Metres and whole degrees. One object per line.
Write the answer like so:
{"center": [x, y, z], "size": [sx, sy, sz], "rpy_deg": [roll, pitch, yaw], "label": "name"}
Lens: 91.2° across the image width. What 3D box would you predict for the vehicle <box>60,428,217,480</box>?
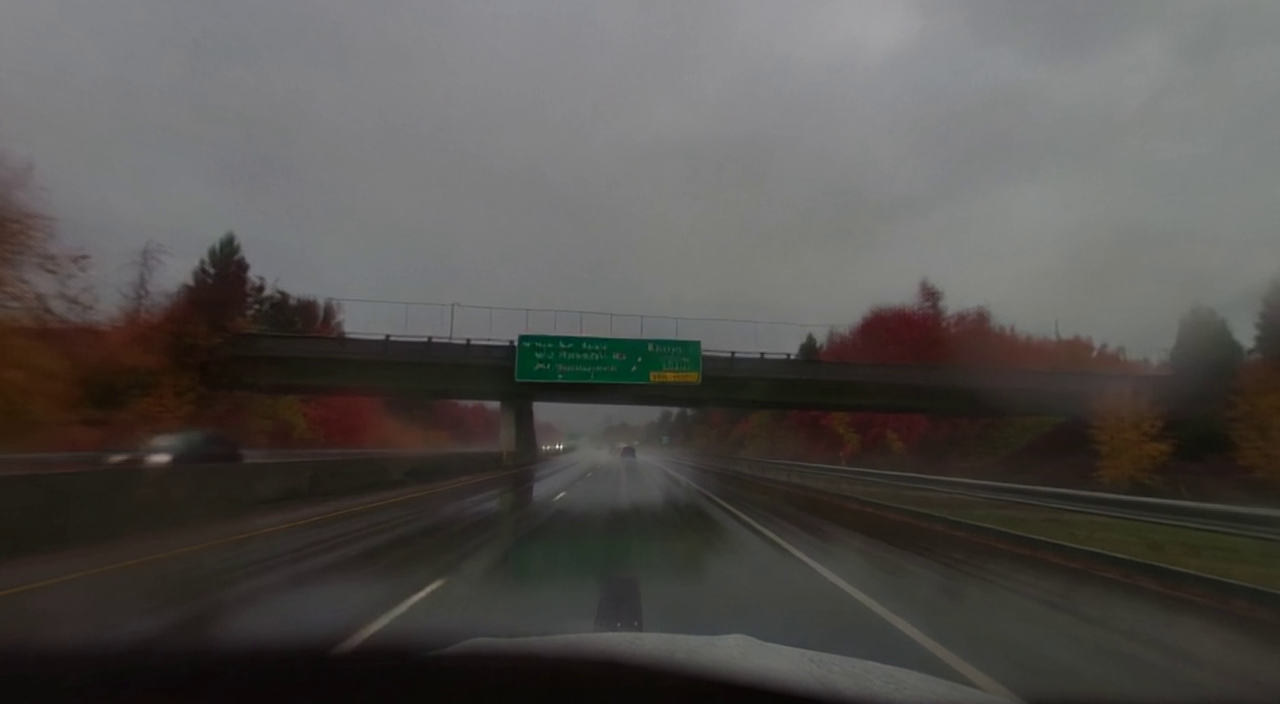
{"center": [-17.348, 3.563, 22.038], "size": [1.907, 1.624, 4.350], "rpy_deg": [0, -9, 0], "label": "vehicle"}
